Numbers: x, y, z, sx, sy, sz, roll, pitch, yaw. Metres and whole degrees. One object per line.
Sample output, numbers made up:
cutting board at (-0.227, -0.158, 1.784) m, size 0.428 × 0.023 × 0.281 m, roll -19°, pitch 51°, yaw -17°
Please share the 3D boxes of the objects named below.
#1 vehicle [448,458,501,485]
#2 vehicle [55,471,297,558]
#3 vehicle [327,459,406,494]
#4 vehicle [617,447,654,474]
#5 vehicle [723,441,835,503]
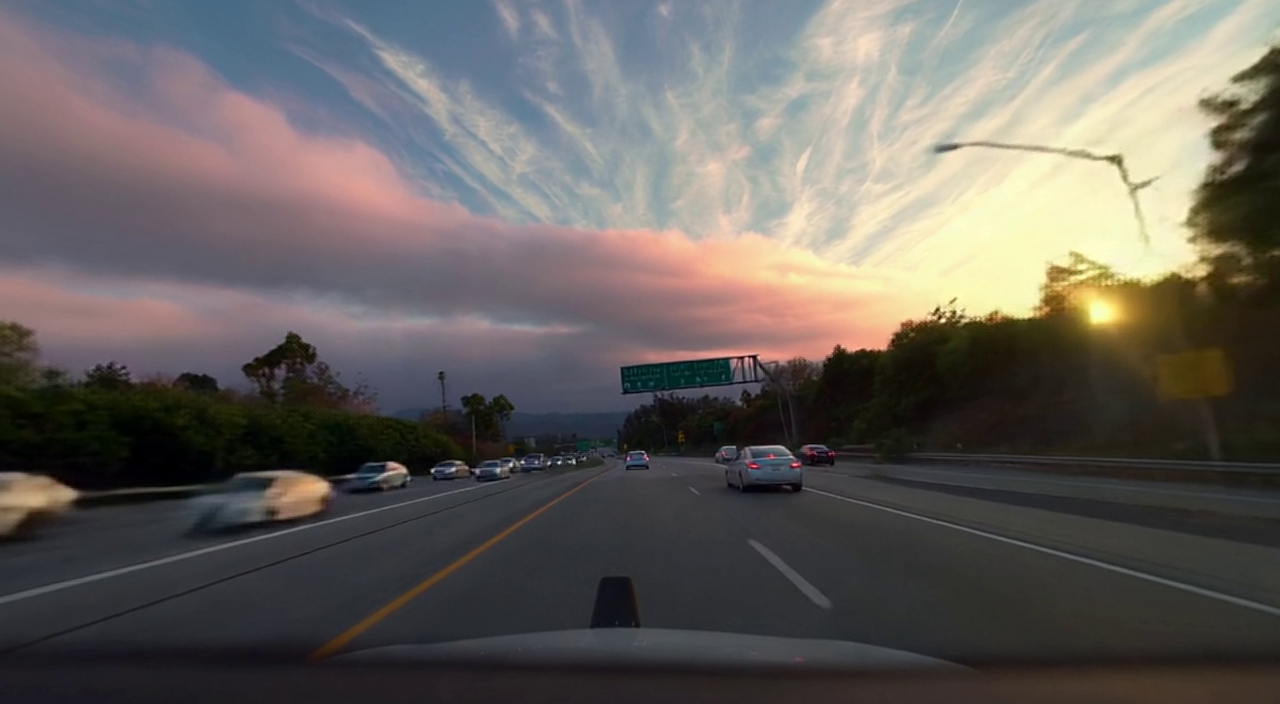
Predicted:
vehicle at (-9.921, 7.150, 38.187) m, size 1.940 × 1.435 × 4.312 m, roll 0°, pitch -8°, yaw 1°
vehicle at (-9.974, 3.481, 14.155) m, size 2.069 × 1.447 × 4.361 m, roll 0°, pitch -8°, yaw 0°
vehicle at (-13.677, 6.230, 31.899) m, size 1.939 × 1.504 × 4.481 m, roll 0°, pitch -8°, yaw 0°
vehicle at (-0.284, 6.463, 37.896) m, size 2.090 × 1.510 × 4.280 m, roll 0°, pitch -8°, yaw 0°
vehicle at (3.655, 3.227, 17.477) m, size 1.972 × 1.488 × 4.335 m, roll 0°, pitch -8°, yaw -2°
